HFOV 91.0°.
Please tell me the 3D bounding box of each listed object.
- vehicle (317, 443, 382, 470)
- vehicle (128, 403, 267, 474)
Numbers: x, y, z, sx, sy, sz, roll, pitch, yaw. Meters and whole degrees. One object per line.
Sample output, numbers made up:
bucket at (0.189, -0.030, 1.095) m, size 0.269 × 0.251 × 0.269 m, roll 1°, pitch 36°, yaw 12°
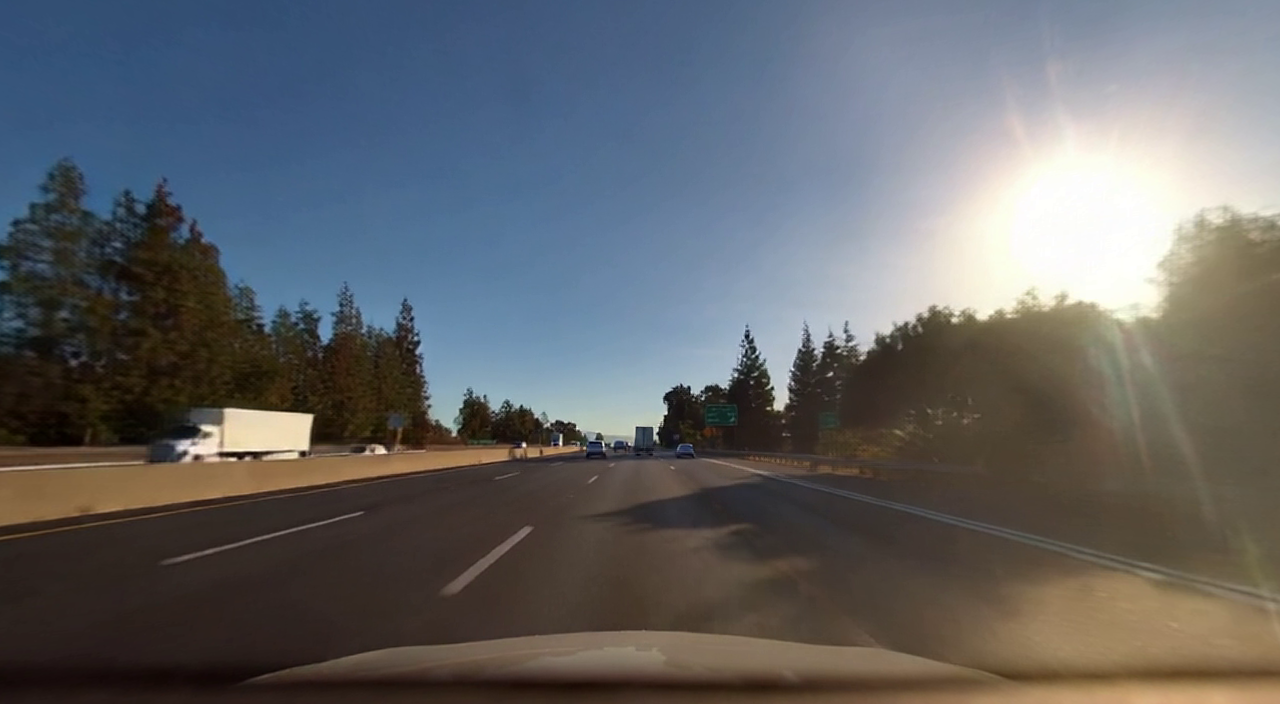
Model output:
vehicle at (-15.641, 5.632, 34.073) m, size 1.777 × 1.373 × 3.547 m, roll 0°, pitch -8°, yaw 0°
vehicle at (-23.669, 4.695, 34.142) m, size 2.990 × 3.503 × 6.029 m, roll 0°, pitch -8°, yaw 0°
